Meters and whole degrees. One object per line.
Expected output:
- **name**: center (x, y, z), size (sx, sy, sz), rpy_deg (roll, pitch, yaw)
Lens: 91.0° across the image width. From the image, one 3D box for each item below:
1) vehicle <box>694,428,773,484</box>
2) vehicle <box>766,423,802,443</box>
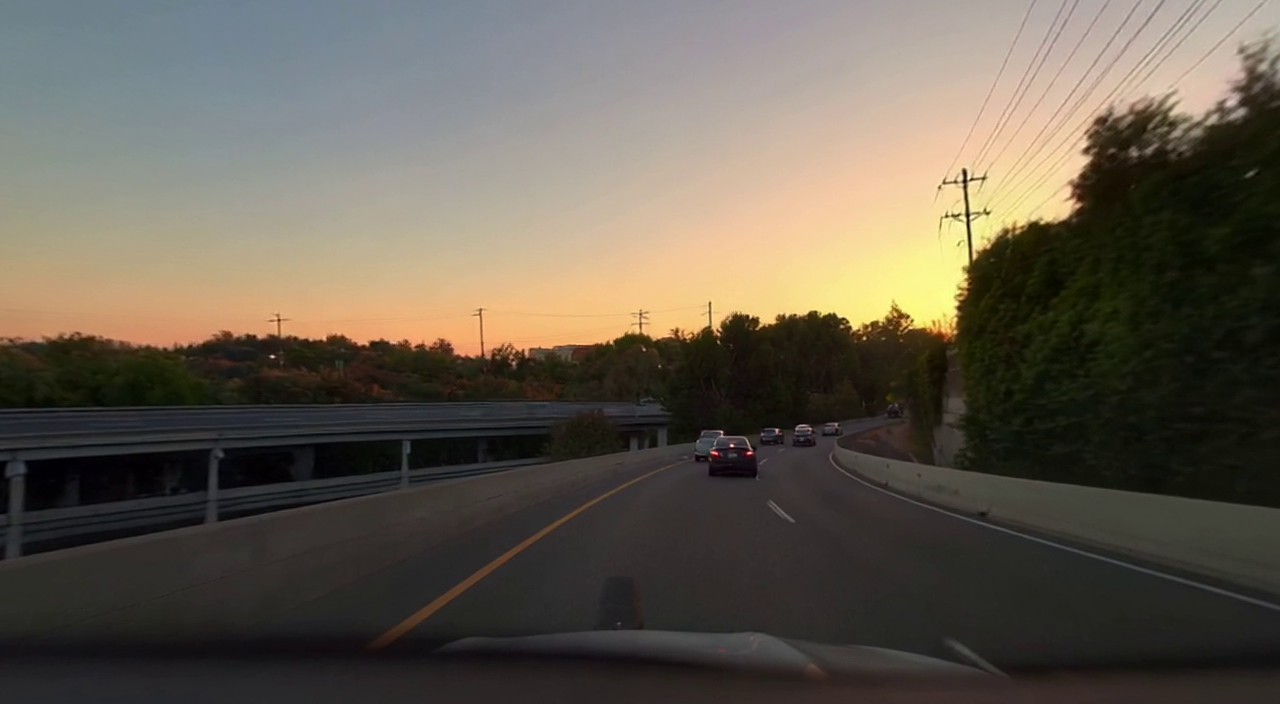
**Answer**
- **vehicle**: center (2.831, 3.133, 19.210), size (2.091, 1.482, 4.321), rpy_deg (-1, -8, 8)
- **vehicle**: center (11.431, 6.458, 49.771), size (1.931, 1.485, 4.191), rpy_deg (-4, -9, 24)
